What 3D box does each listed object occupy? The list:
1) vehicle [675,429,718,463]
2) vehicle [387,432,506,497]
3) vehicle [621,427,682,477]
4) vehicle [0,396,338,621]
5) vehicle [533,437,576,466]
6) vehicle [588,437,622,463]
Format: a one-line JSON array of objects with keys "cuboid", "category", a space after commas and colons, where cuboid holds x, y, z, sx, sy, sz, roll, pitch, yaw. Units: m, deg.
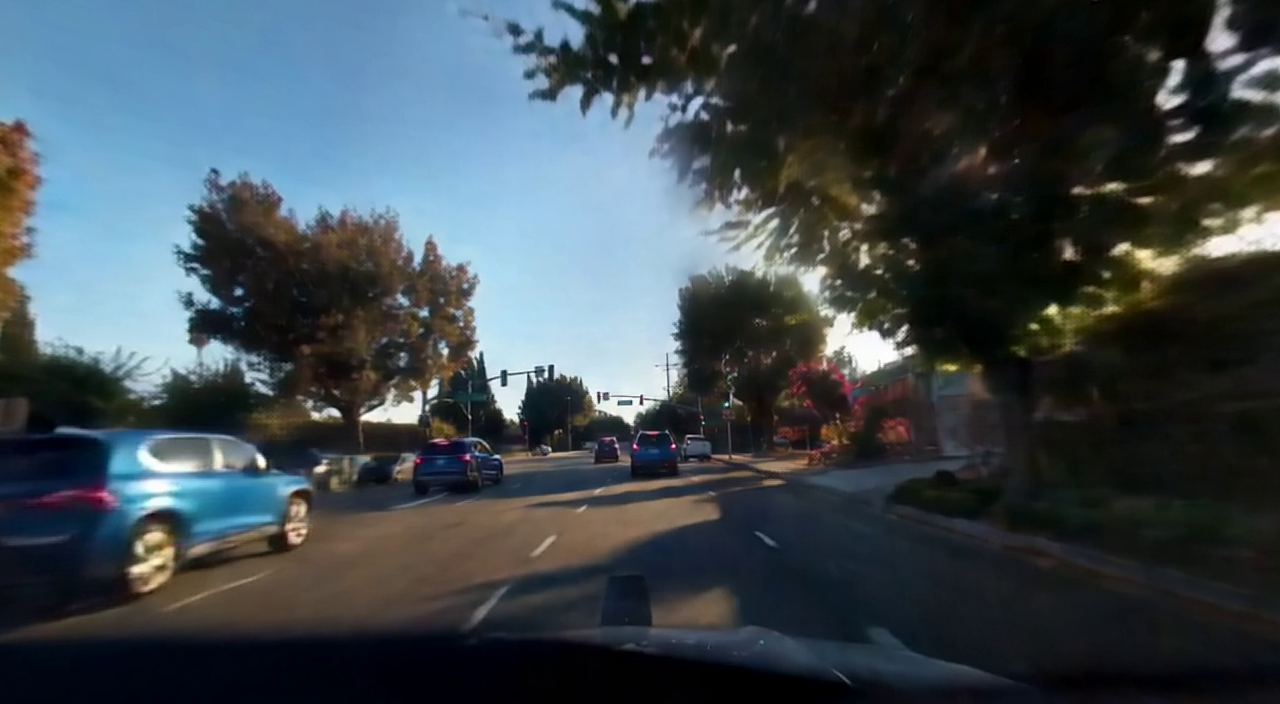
[{"cuboid": [3.666, 6.255, 42.047, 2.338, 2.063, 5.672, 0, -9, 0], "category": "vehicle"}, {"cuboid": [-5.511, 3.263, 18.675, 2.052, 1.664, 4.476, 0, -9, 1], "category": "vehicle"}, {"cuboid": [0.442, 3.991, 25.262, 2.235, 1.778, 4.178, 0, -8, 1], "category": "vehicle"}, {"cuboid": [-5.445, 1.513, 7.029, 2.193, 1.687, 4.507, 0, -9, -5], "category": "vehicle"}, {"cuboid": [-5.285, 6.237, 39.464, 2.108, 1.689, 4.316, 0, -8, 0], "category": "vehicle"}, {"cuboid": [-2.303, 6.648, 42.948, 2.058, 1.659, 4.514, 0, -8, 0], "category": "vehicle"}]
